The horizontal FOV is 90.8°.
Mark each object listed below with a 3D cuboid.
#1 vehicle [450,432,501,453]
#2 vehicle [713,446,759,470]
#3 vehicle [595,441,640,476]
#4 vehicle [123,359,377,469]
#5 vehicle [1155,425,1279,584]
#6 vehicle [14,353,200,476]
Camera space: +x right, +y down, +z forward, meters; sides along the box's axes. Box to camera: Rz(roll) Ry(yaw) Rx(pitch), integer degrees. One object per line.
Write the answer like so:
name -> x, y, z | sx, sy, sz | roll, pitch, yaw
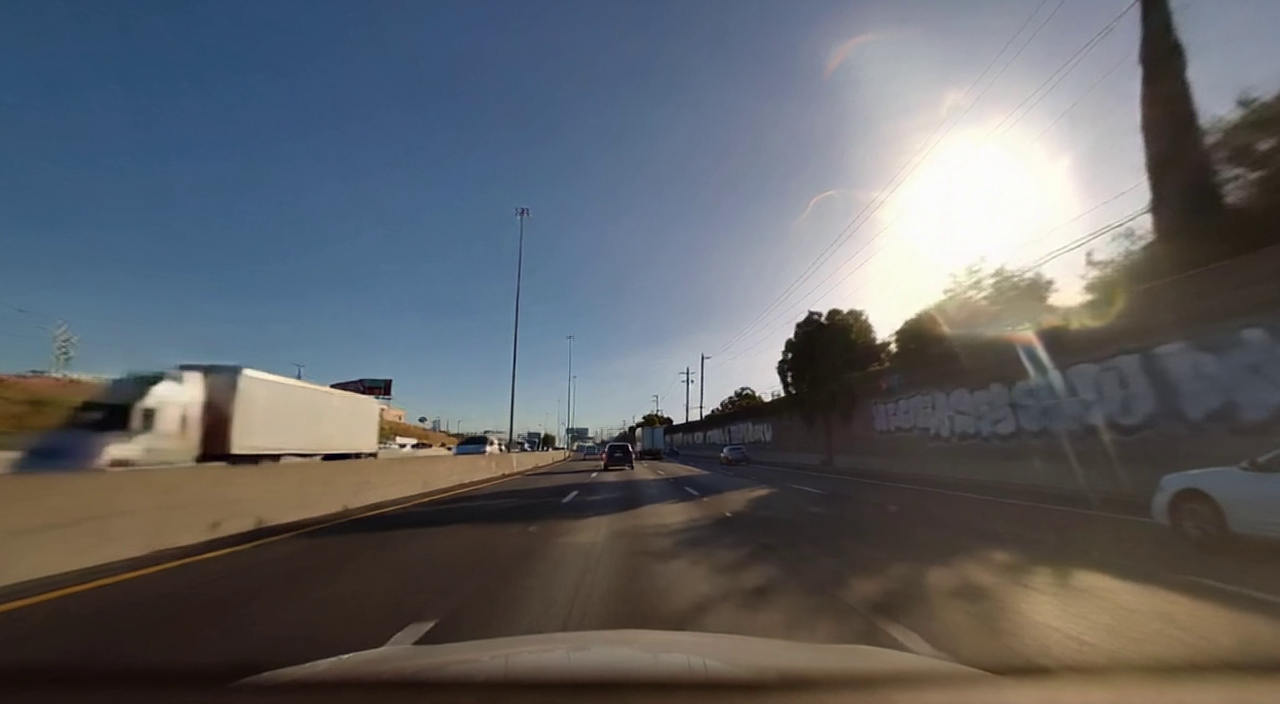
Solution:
vehicle -> -11.743, 6.565, 45.538 | 2.299, 1.399, 5.789 | 0, -9, -2
vehicle -> 6.275, 6.998, 41.917 | 2.018, 1.451, 4.762 | 0, -9, -4
vehicle -> -1.139, 5.463, 32.503 | 2.191, 1.685, 3.353 | 0, -9, -2
vehicle -> -17.631, 3.500, 31.279 | 2.874, 4.017, 16.235 | 0, -9, -2
vehicle -> 7.217, 1.328, 5.184 | 2.032, 1.525, 4.631 | 0, -9, -1
vehicle -> -17.250, 2.112, 20.775 | 2.987, 3.714, 3.232 | 0, -9, -1
